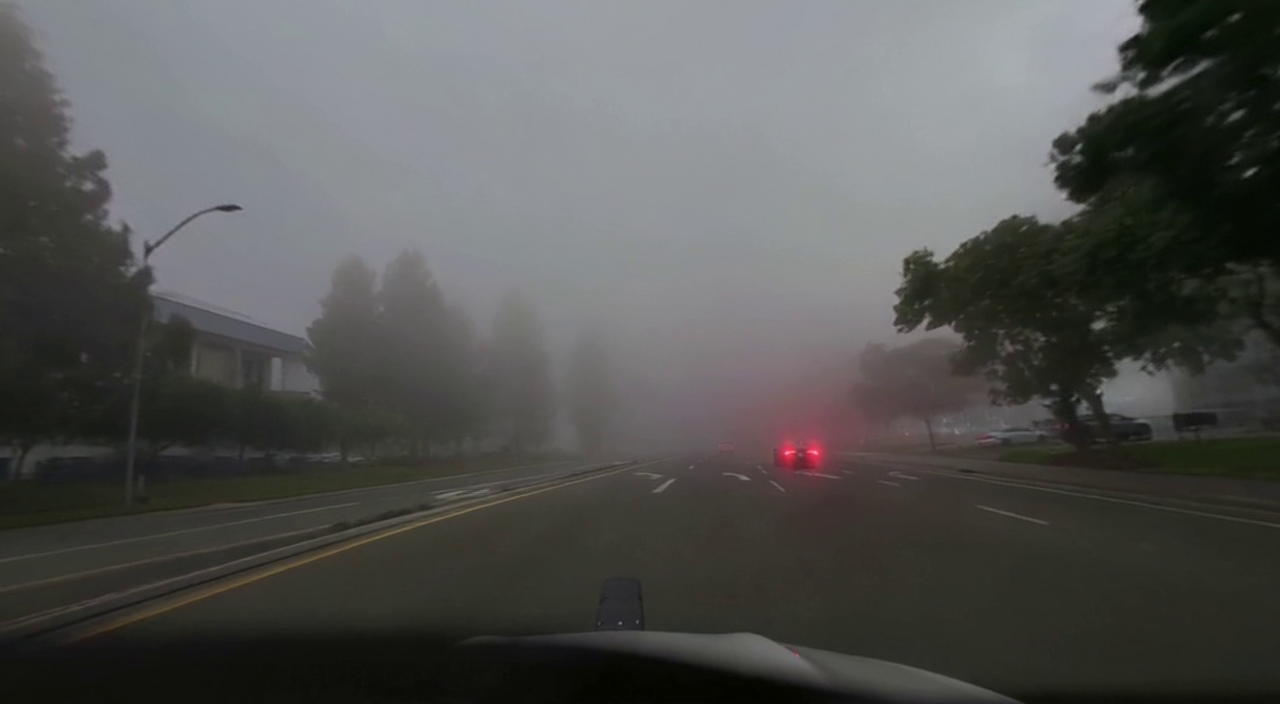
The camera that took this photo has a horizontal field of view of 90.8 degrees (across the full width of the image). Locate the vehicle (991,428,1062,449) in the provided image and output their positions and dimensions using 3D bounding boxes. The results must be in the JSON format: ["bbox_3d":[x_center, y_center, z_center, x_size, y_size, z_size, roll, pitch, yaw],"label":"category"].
[{"bbox_3d":[27.637,6.212,45.211,3.881,1.410,1.702,-1,-9,5],"label":"vehicle"}]

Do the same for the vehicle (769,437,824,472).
[{"bbox_3d":[7.832,5.154,32.021,2.181,1.639,4.127,-1,-9,7],"label":"vehicle"}]

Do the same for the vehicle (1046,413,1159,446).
[{"bbox_3d":[25.945,4.408,35.599,4.440,1.725,2.255,-2,-9,8],"label":"vehicle"}]
